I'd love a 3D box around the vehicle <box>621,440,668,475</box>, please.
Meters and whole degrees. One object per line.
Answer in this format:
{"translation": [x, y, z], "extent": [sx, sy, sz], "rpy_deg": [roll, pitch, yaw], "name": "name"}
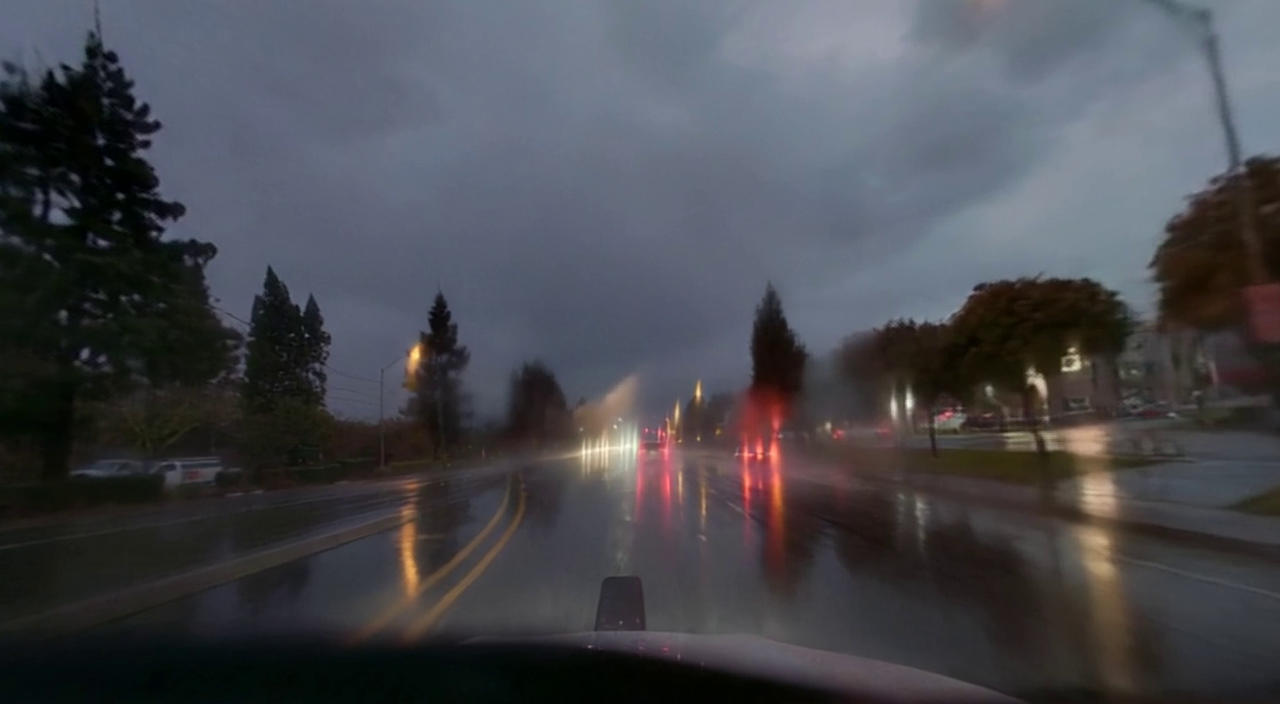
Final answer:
{"translation": [0.223, 5.255, 31.649], "extent": [2.181, 1.639, 4.127], "rpy_deg": [0, -9, 0], "name": "vehicle"}
